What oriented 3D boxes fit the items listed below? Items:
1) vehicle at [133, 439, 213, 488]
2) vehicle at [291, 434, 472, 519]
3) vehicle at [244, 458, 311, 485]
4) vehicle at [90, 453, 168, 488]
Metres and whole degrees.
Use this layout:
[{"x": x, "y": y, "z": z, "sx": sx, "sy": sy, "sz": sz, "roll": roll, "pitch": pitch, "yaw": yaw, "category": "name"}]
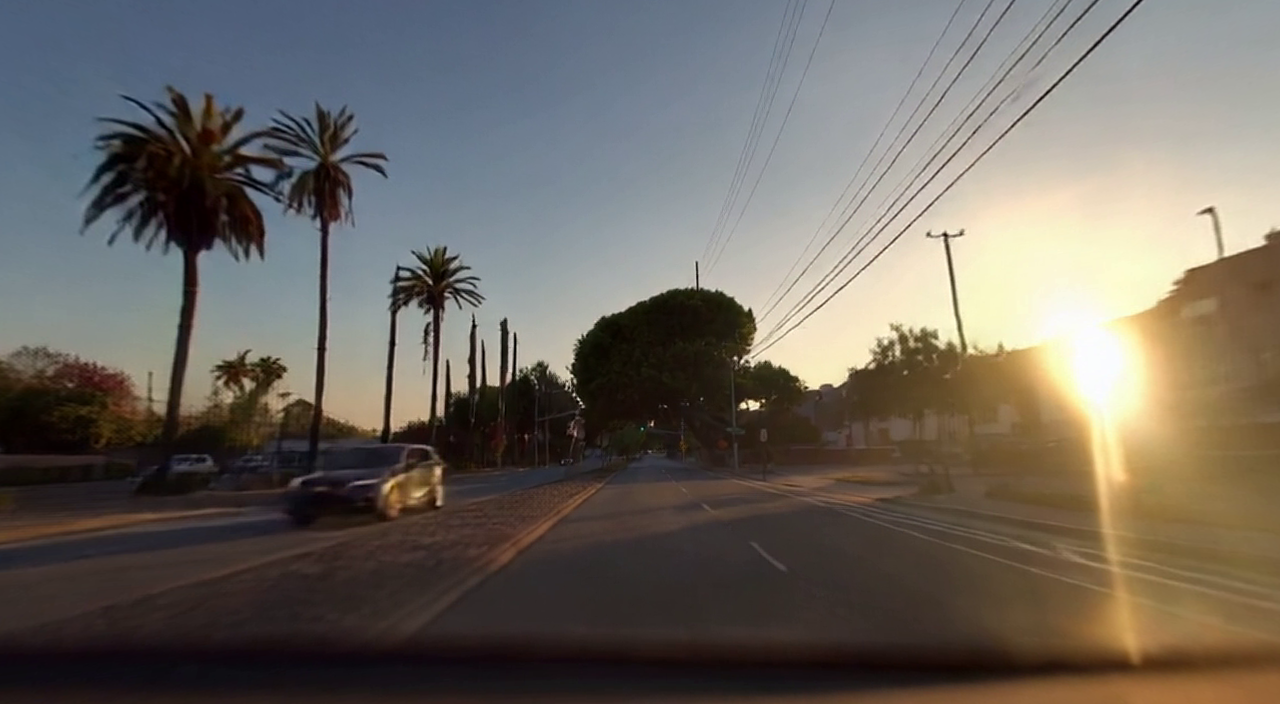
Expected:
[{"x": -31.529, "y": 7.389, "z": 42.565, "sx": 3.668, "sy": 2.687, "sz": 5.473, "roll": 1, "pitch": -6, "yaw": -43, "category": "vehicle"}, {"x": -6.361, "y": 3.128, "z": 16.602, "sx": 2.139, "sy": 1.794, "sz": 5.925, "roll": 0, "pitch": -9, "yaw": 1, "category": "vehicle"}, {"x": -25.913, "y": 8.527, "z": 45.109, "sx": 4.546, "sy": 1.479, "sz": 2.103, "roll": -10, "pitch": -10, "yaw": 28, "category": "vehicle"}, {"x": -29.350, "y": 6.809, "z": 36.238, "sx": 4.687, "sy": 1.649, "sz": 1.993, "roll": -8, "pitch": -6, "yaw": 30, "category": "vehicle"}]
